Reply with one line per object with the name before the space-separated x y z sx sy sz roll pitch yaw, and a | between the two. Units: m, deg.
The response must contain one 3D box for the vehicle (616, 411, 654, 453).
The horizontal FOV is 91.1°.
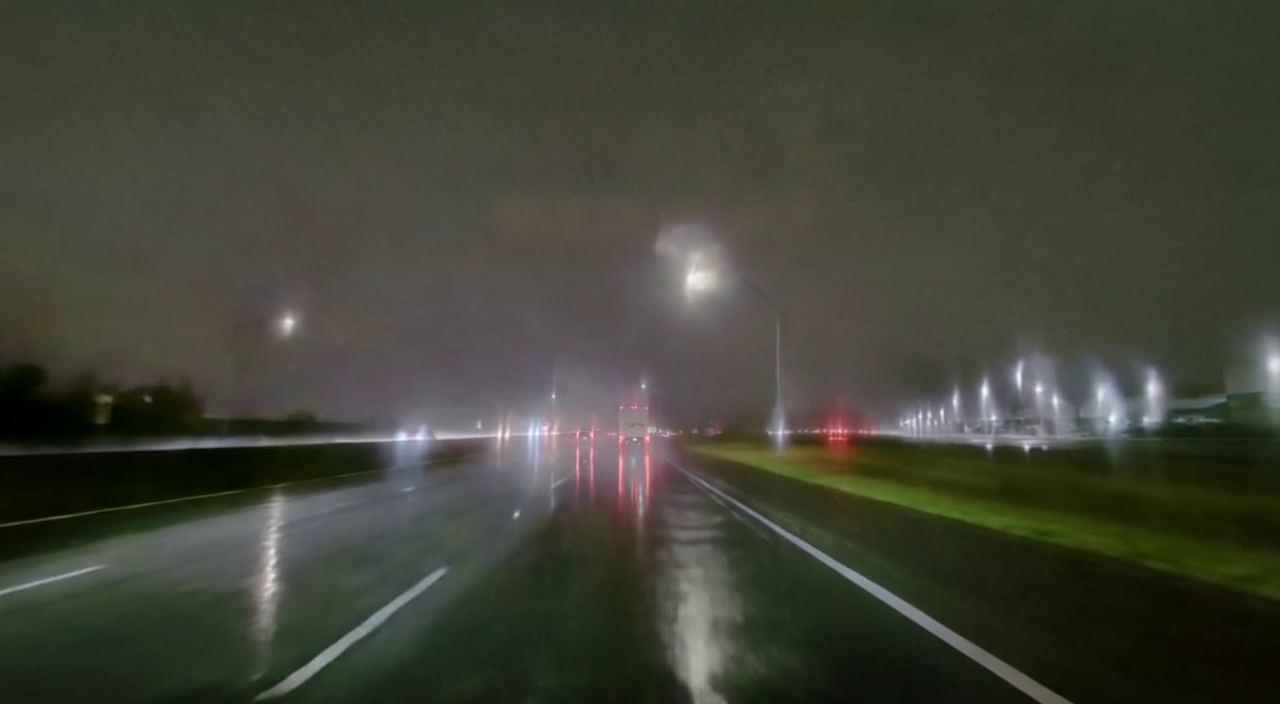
vehicle | -0.445 5.577 43.703 2.418 2.704 6.445 0 -8 -3
